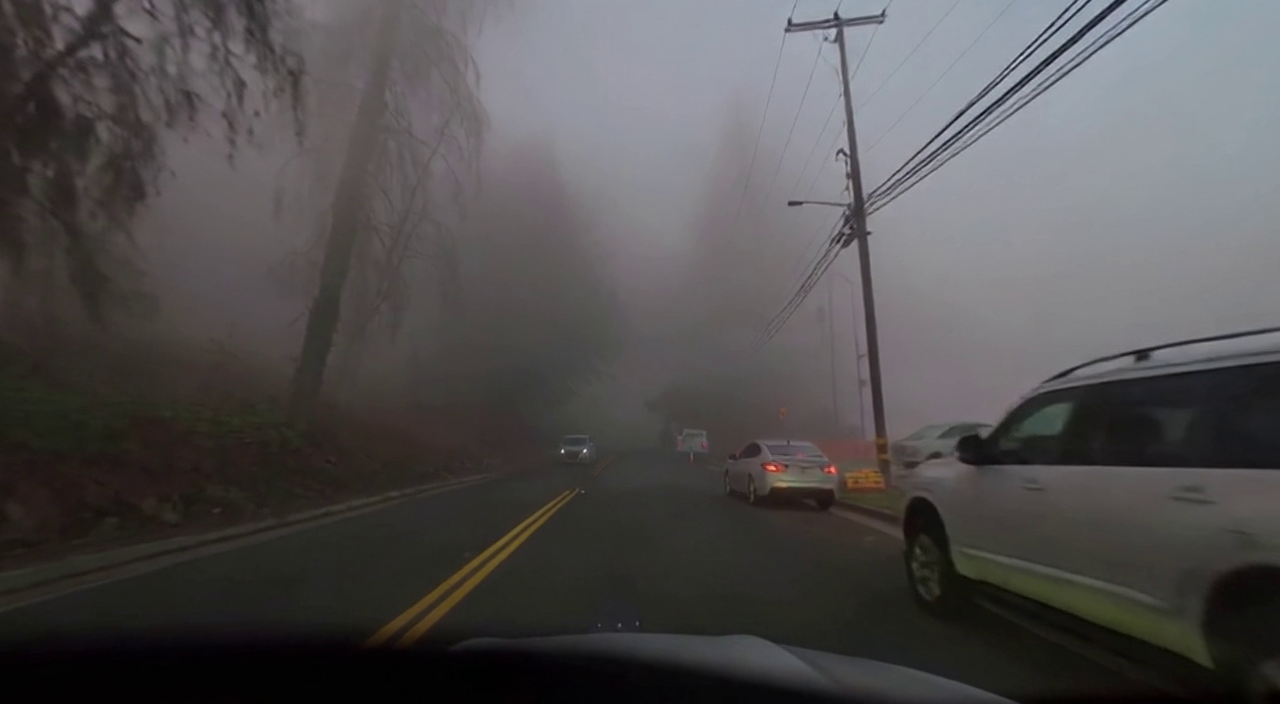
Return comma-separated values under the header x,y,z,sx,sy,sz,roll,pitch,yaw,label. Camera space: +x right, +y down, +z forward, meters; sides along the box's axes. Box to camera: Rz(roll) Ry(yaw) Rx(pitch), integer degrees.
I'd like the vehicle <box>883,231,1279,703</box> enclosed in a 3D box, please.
x,y,z,sx,sy,sz,roll,pitch,yaw,label
3.251,0.723,2.927,2.293,1.957,4.934,0,-9,0,vehicle

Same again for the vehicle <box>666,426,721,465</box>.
x,y,z,sx,sy,sz,roll,pitch,yaw,label
3.047,5.623,37.811,2.759,2.114,6.152,0,-9,0,vehicle

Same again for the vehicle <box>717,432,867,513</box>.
x,y,z,sx,sy,sz,roll,pitch,yaw,label
3.134,2.619,14.223,2.006,1.482,4.722,0,-9,-3,vehicle

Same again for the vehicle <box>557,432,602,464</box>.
x,y,z,sx,sy,sz,roll,pitch,yaw,label
-3.927,6.368,41.794,2.358,1.921,5.675,0,-9,0,vehicle
